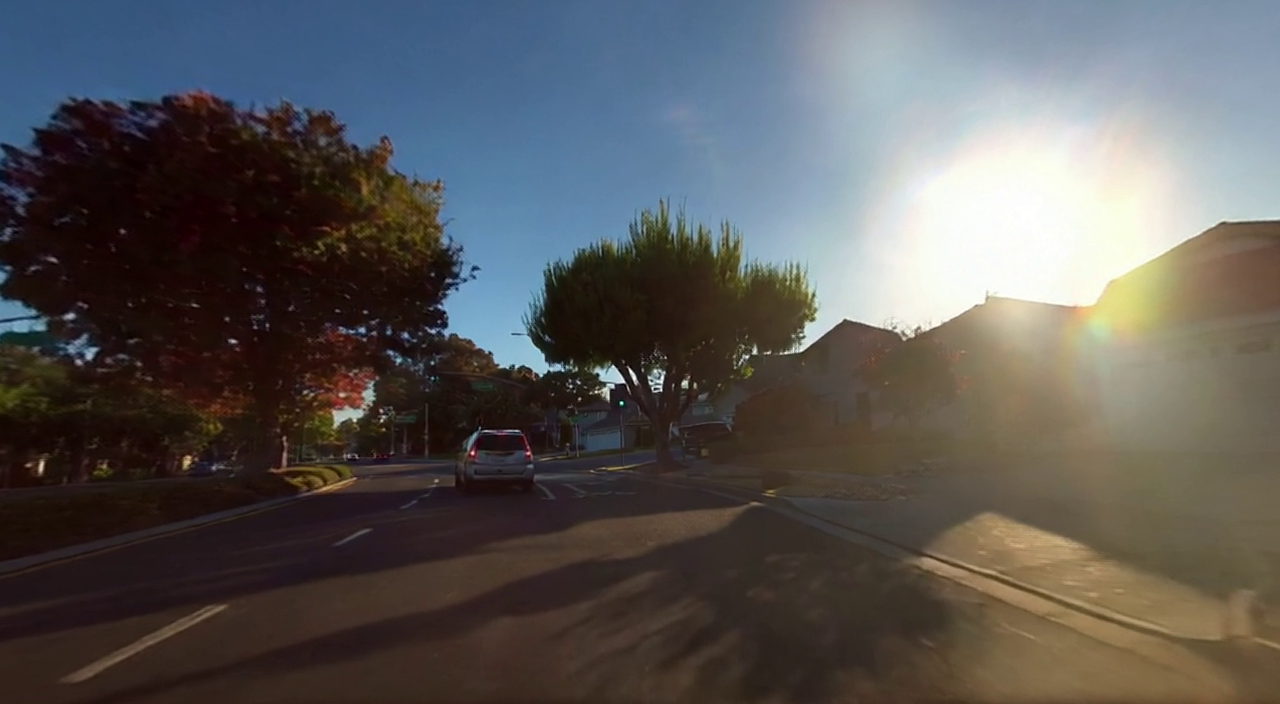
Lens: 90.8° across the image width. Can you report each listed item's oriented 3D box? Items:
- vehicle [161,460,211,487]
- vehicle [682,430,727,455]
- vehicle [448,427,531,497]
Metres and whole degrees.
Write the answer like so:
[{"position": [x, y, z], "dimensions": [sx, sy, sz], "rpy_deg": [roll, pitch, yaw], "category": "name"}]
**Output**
[{"position": [-31.798, 8.455, 44.366], "dimensions": [1.943, 1.677, 4.176], "rpy_deg": [3, -9, -23], "category": "vehicle"}, {"position": [4.063, 5.800, 40.504], "dimensions": [1.911, 1.516, 4.251], "rpy_deg": [1, -9, -8], "category": "vehicle"}, {"position": [-4.250, 3.054, 17.898], "dimensions": [1.990, 1.707, 4.225], "rpy_deg": [2, -9, -13], "category": "vehicle"}]
